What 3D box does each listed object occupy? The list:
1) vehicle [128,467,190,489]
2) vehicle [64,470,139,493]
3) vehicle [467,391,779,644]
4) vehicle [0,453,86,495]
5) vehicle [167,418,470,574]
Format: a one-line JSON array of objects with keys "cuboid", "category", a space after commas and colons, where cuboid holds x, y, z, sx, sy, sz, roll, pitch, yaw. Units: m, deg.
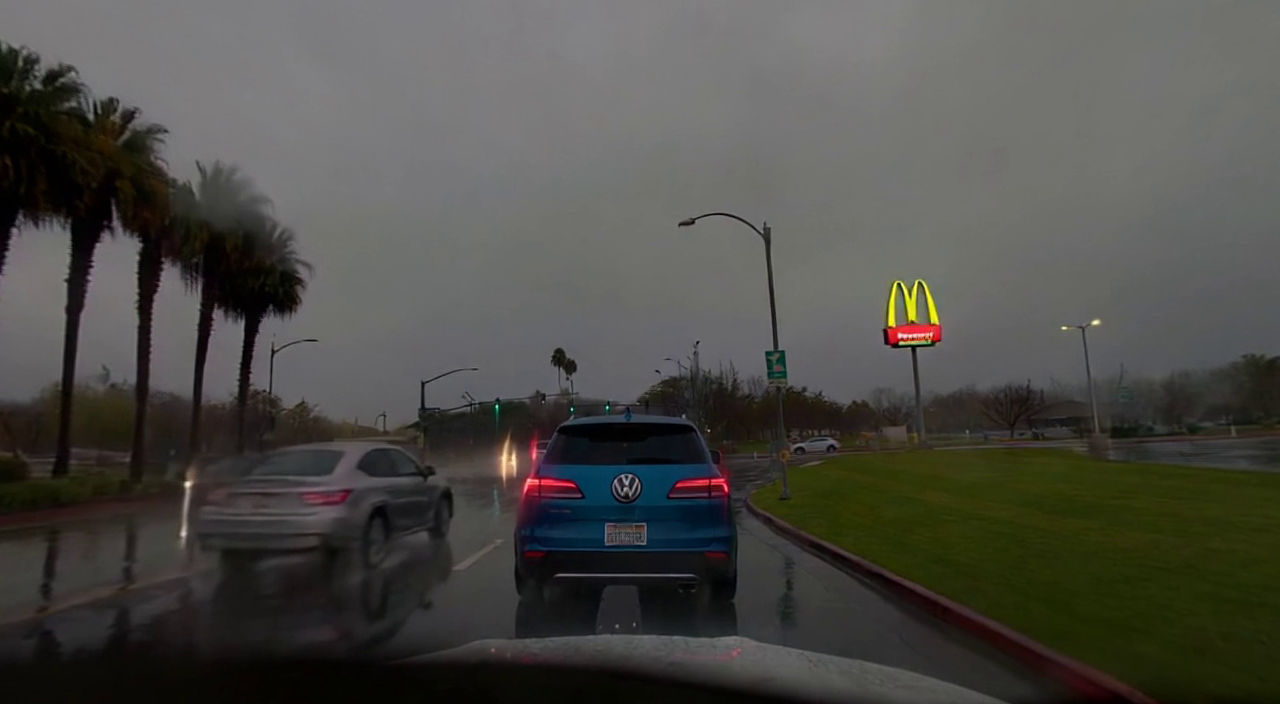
[{"cuboid": [-35.630, 9.302, 46.876, 1.672, 1.397, 3.682, 0, -9, 0], "category": "vehicle"}, {"cuboid": [-39.935, 9.618, 47.001, 1.823, 1.427, 4.251, 0, -9, -1], "category": "vehicle"}, {"cuboid": [-0.141, 1.429, 6.384, 2.137, 1.728, 3.926, 0, -9, -1], "category": "vehicle"}, {"cuboid": [-28.116, 5.420, 28.202, 4.584, 1.714, 2.186, 4, -10, -27], "category": "vehicle"}, {"cuboid": [-4.028, 1.870, 8.979, 2.023, 1.648, 4.302, 0, -9, 0], "category": "vehicle"}]
